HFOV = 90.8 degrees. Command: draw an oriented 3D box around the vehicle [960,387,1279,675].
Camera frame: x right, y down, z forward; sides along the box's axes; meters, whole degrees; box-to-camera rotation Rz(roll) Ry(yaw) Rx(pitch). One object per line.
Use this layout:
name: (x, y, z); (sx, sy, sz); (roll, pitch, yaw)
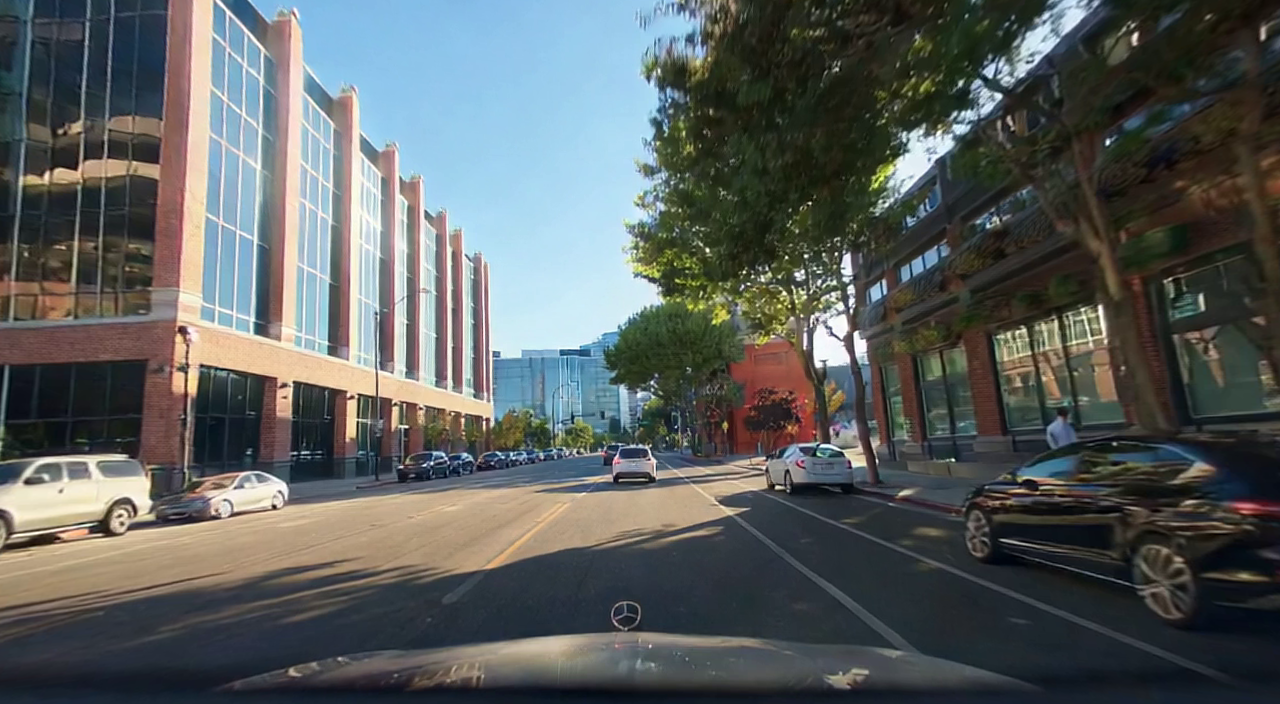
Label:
vehicle: (4.956, 1.336, 5.522); (2.071, 1.730, 4.298); (0, -8, 1)

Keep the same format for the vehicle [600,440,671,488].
vehicle: (-0.135, 3.850, 22.063); (2.269, 1.479, 3.980); (0, -8, 0)

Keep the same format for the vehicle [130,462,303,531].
vehicle: (-11.527, 3.917, 17.682); (1.917, 1.408, 4.454); (-4, -8, -2)

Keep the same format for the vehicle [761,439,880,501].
vehicle: (5.030, 3.337, 18.329); (2.075, 1.584, 4.201); (0, -8, -2)

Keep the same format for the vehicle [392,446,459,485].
vehicle: (-11.777, 6.220, 35.047); (2.114, 1.938, 4.590); (-1, -8, 0)

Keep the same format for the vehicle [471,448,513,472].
vehicle: (-11.575, 8.464, 49.675); (2.077, 1.732, 4.704); (0, -8, 1)

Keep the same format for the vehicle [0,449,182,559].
vehicle: (-11.818, 2.924, 12.299); (2.223, 1.807, 5.061); (-6, -8, -3)
